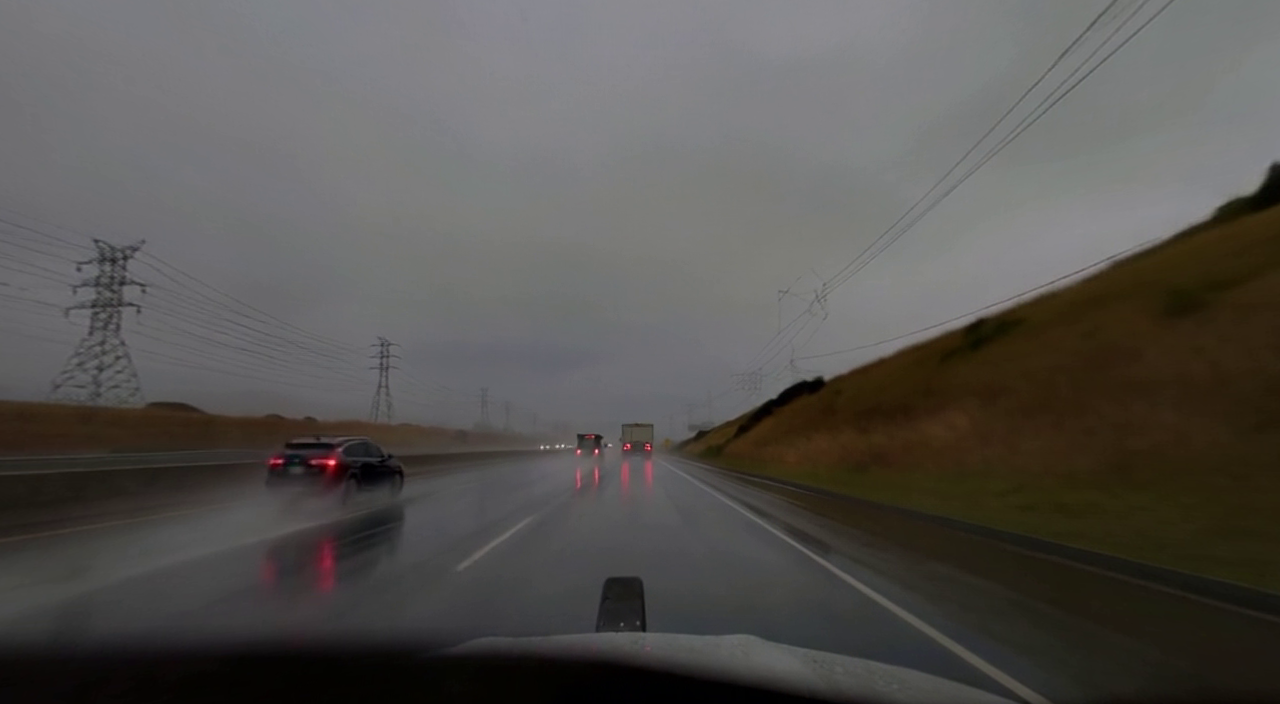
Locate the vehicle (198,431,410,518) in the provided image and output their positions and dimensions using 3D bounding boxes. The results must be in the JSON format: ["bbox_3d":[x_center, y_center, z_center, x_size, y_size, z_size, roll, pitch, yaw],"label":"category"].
[{"bbox_3d":[-6.951,2.585,13.801,2.066,1.558,4.607,0,-9,0],"label":"vehicle"}]

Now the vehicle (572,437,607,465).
[{"bbox_3d":[-3.685,7.355,46.985,2.207,1.949,4.911,0,-9,0],"label":"vehicle"}]
